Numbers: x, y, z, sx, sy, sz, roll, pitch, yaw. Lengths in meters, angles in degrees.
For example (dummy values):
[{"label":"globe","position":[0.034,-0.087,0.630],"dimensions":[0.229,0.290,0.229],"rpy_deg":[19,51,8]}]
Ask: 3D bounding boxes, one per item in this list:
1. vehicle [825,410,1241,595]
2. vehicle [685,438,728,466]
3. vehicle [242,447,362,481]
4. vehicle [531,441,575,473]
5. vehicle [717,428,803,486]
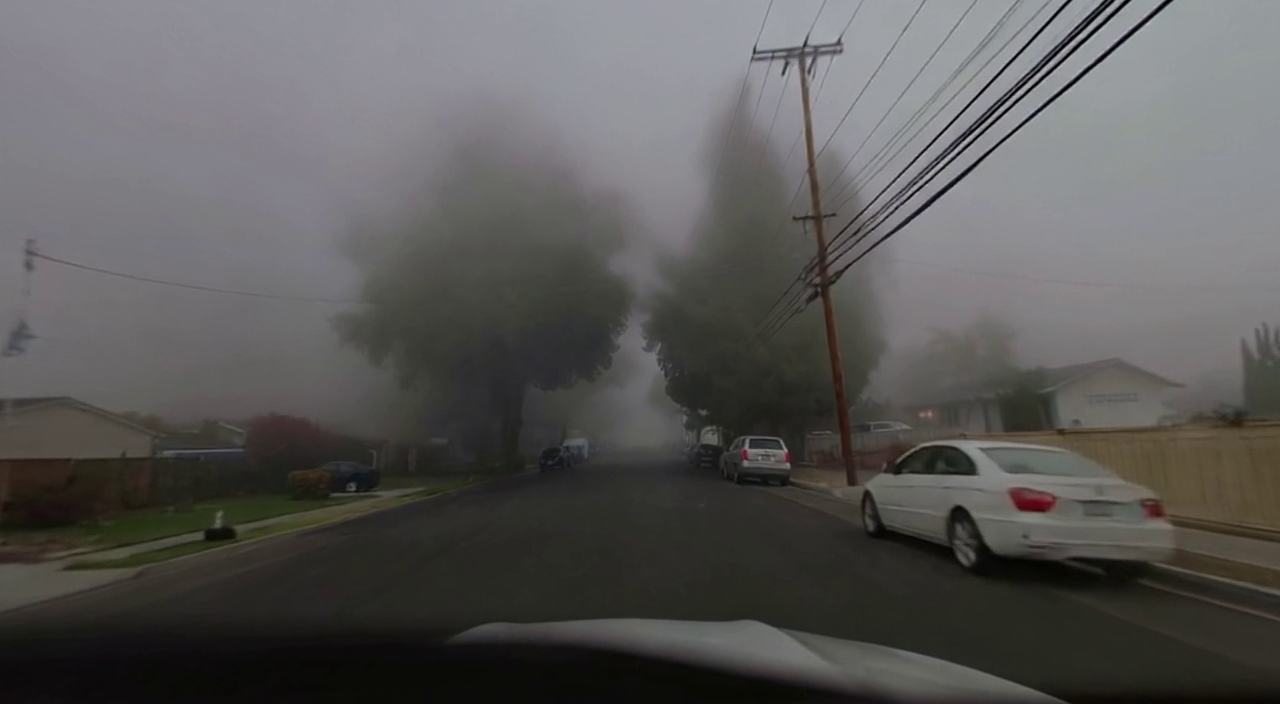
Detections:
[{"label":"vehicle","position":[4.002,1.616,7.701],"dimensions":[2.016,1.544,4.645],"rpy_deg":[0,-9,-1]},{"label":"vehicle","position":[4.006,6.133,38.849],"dimensions":[2.040,1.640,4.153],"rpy_deg":[0,-9,-3]},{"label":"vehicle","position":[-19.615,6.511,36.859],"dimensions":[5.746,1.830,2.162],"rpy_deg":[0,-8,-2]},{"label":"vehicle","position":[-5.790,6.986,42.428],"dimensions":[2.213,1.786,4.674],"rpy_deg":[-6,-8,-1]},{"label":"vehicle","position":[3.972,3.585,21.805],"dimensions":[2.105,1.755,4.749],"rpy_deg":[0,-9,1]}]
